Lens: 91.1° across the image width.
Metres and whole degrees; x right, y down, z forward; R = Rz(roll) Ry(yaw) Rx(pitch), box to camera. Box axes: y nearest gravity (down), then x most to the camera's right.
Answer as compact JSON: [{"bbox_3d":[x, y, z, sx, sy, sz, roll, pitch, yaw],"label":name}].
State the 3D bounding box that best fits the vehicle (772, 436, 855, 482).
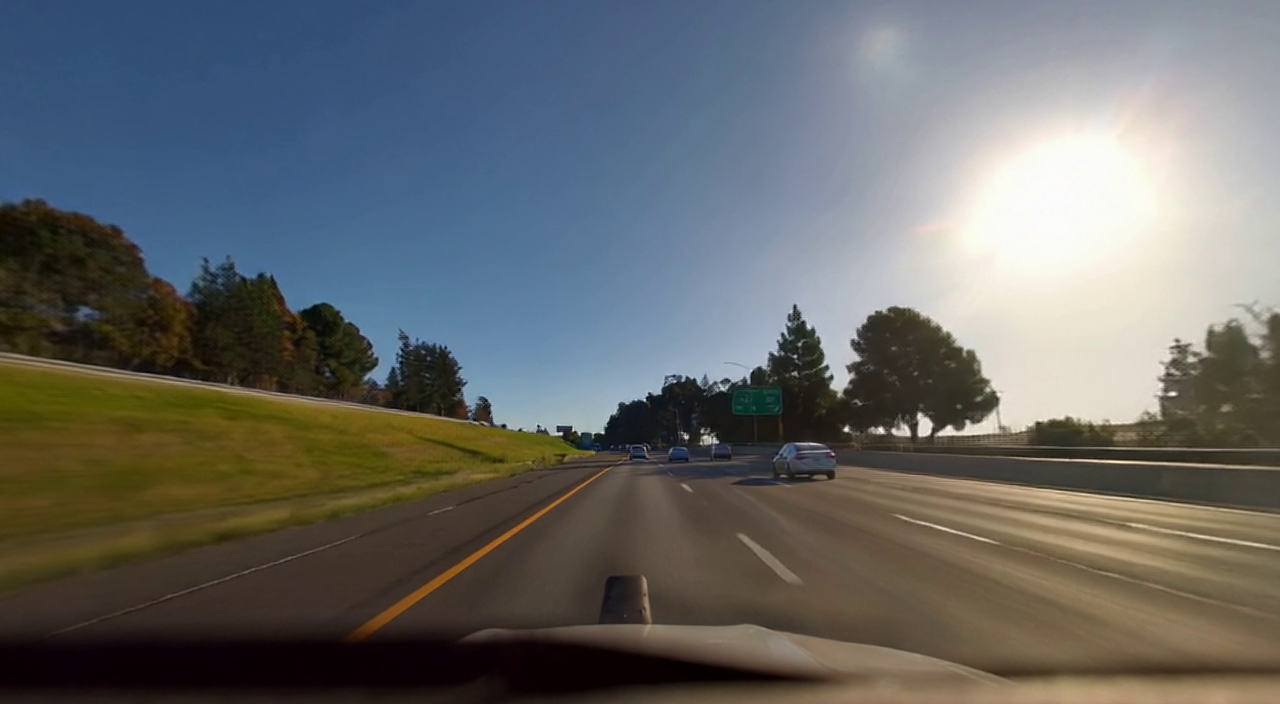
[{"bbox_3d":[6.973,4.358,25.833,2.048,1.697,4.689,0,-8,0],"label":"vehicle"}]
